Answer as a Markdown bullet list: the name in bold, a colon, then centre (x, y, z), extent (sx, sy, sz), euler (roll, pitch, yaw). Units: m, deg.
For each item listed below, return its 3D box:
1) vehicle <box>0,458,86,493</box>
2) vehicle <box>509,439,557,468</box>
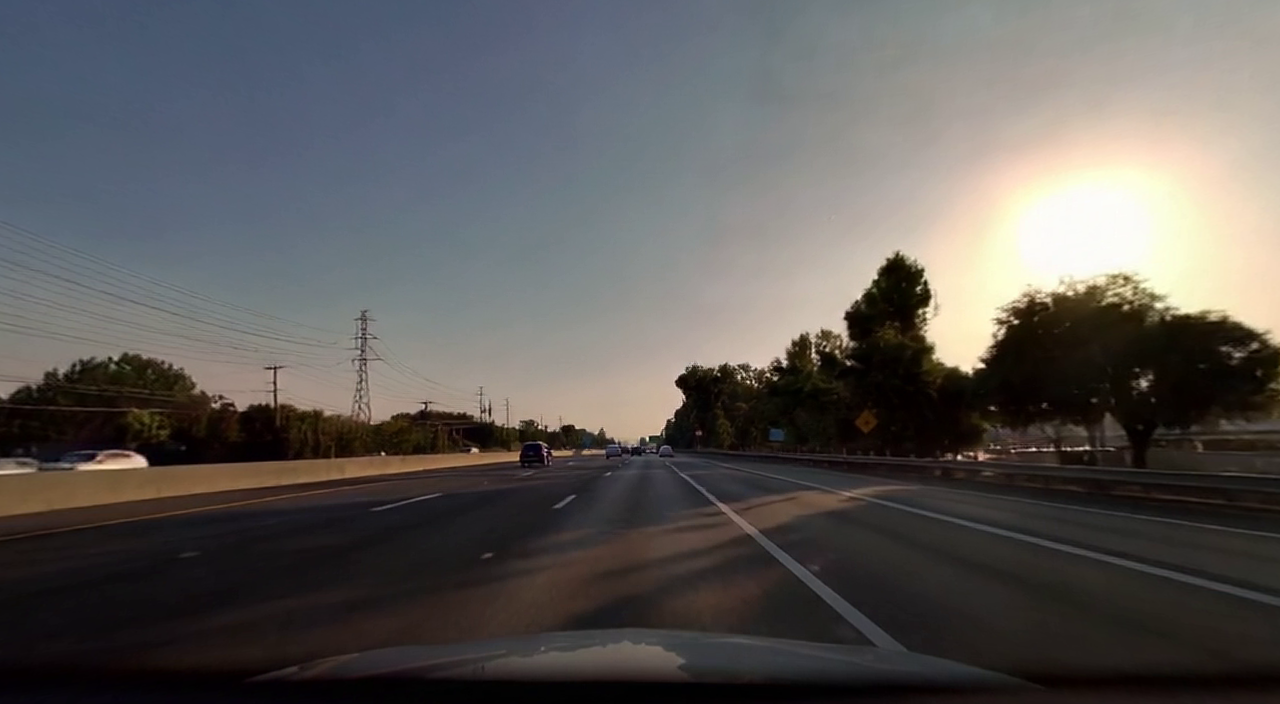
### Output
- **vehicle**: centre (-29.823, 5.908, 30.408), extent (1.811, 1.479, 4.751), euler (0, -9, 1)
- **vehicle**: centre (-6.760, 6.472, 40.382), extent (2.118, 1.696, 4.836), euler (0, -9, 2)
